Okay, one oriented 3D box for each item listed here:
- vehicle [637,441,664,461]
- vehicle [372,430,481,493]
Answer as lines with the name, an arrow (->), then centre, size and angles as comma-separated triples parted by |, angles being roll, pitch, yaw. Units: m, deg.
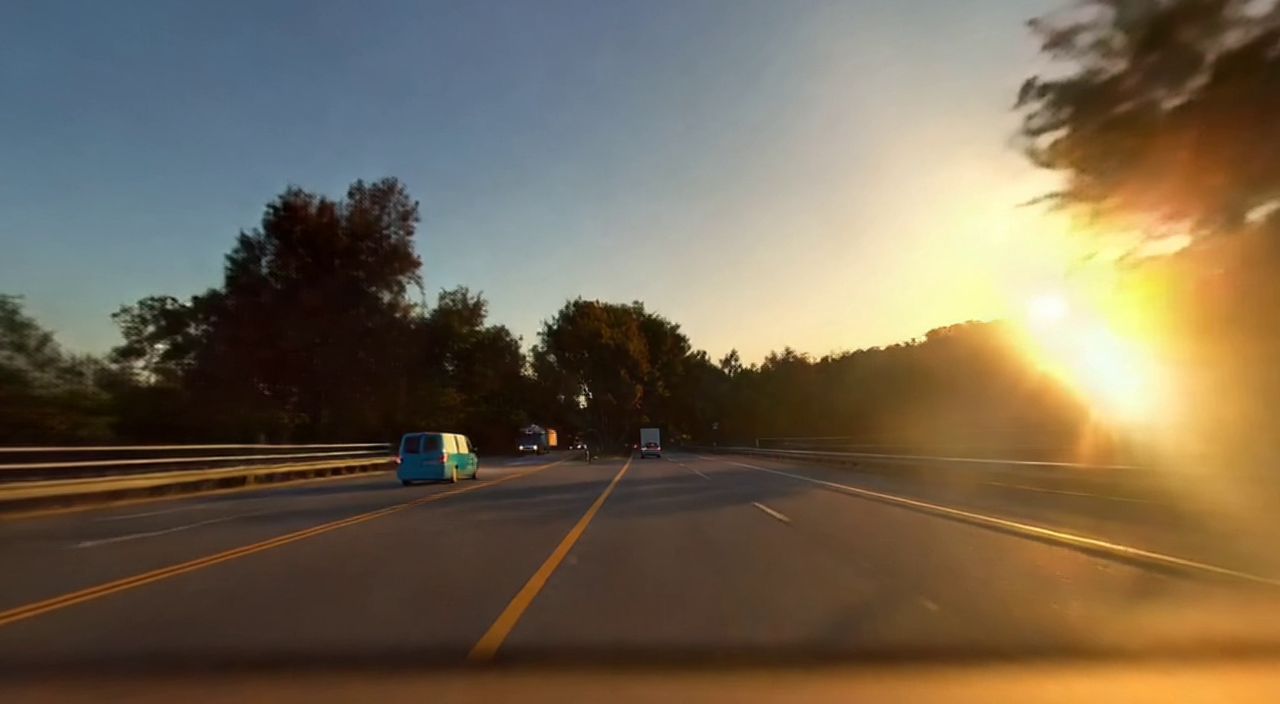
vehicle -> 0.855, 7.798, 49.658 | 2.061, 1.469, 3.782 | 0, -8, 1
vehicle -> -7.059, 3.663, 21.399 | 2.068, 1.897, 4.372 | 0, -8, 1
